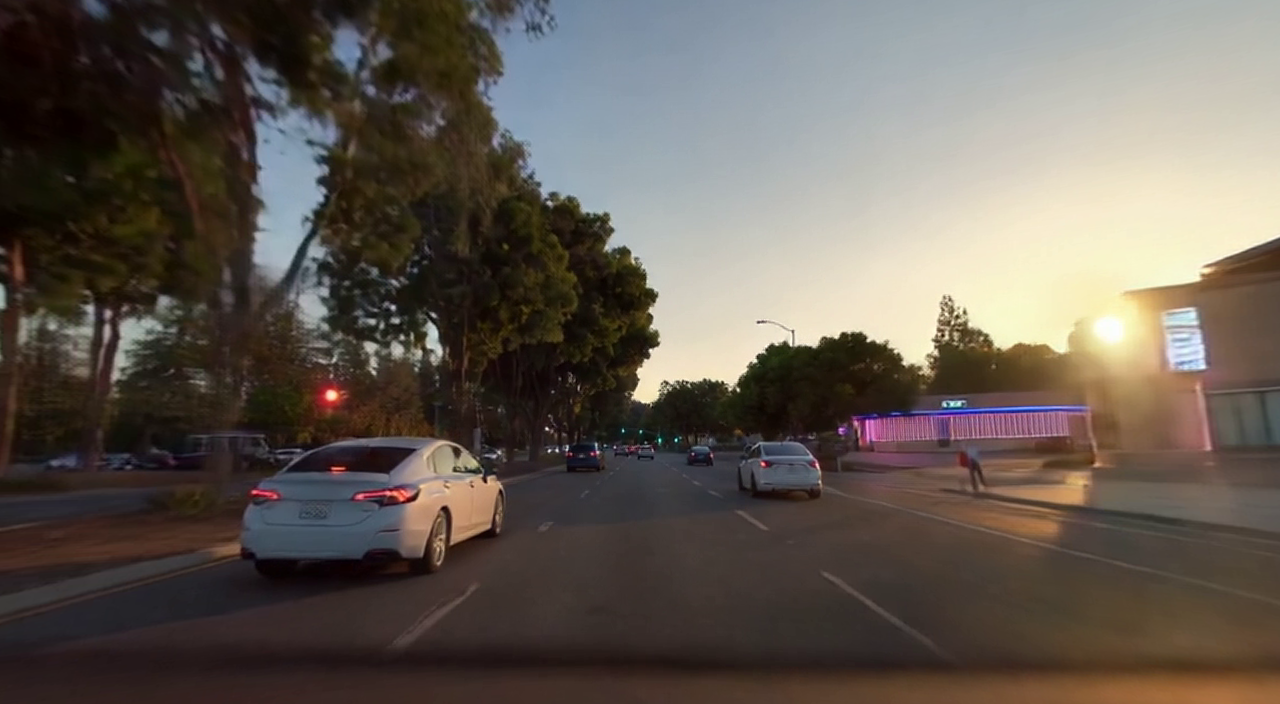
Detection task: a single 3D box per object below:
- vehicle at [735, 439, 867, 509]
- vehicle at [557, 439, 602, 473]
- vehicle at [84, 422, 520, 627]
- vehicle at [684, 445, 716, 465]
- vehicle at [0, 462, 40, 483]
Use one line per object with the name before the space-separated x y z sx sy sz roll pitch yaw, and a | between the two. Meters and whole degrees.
vehicle | 3.815 2.968 15.880 2.036 1.480 4.659 0 -9 -1
vehicle | -3.257 5.741 34.992 1.981 1.731 4.360 0 -9 1
vehicle | -2.931 1.620 7.083 2.082 1.460 4.922 0 -9 1
vehicle | 4.562 7.949 48.621 1.996 1.443 4.270 0 -9 -1
vehicle | -49.188 9.369 48.876 3.674 1.448 1.627 -2 -8 3
